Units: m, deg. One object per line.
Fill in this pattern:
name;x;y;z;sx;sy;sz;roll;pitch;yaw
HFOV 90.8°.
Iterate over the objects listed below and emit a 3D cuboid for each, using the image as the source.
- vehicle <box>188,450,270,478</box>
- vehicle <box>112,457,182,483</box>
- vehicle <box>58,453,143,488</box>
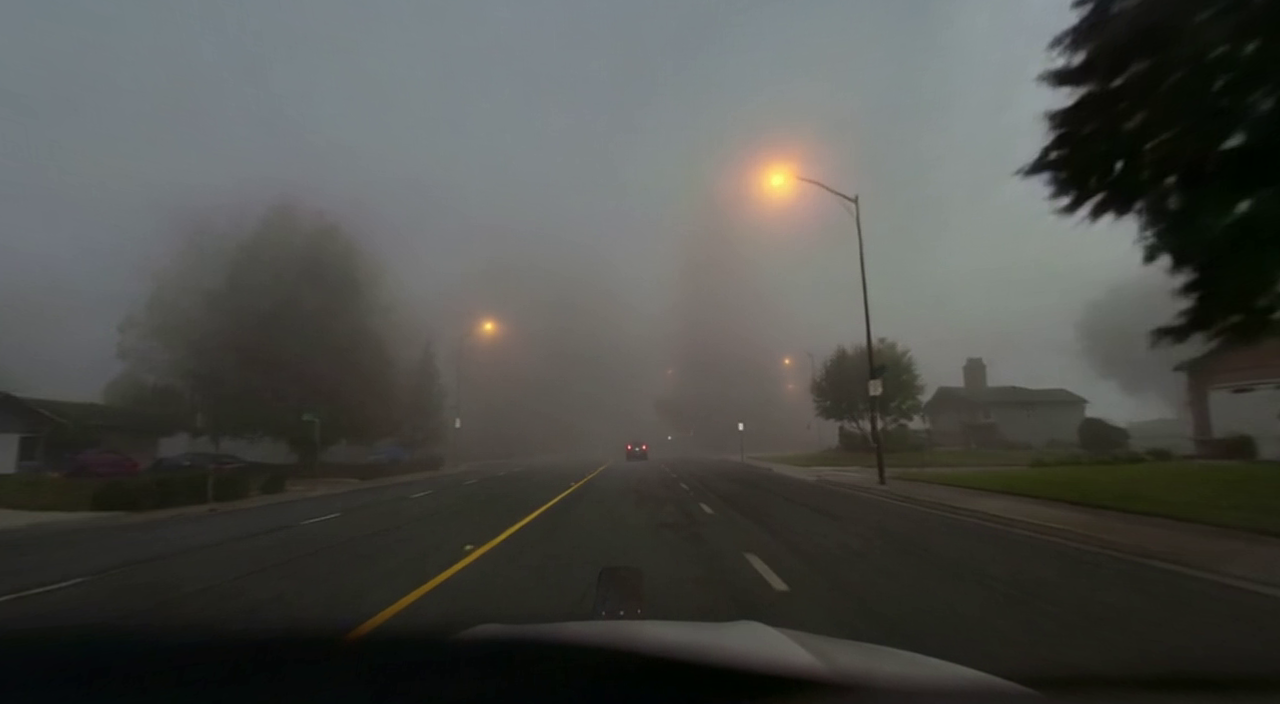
vehicle;-23.681;6.408;36.331;4.791;1.421;1.985;-4;-10;31
vehicle;-28.031;6.687;35.887;3.738;1.379;1.627;-5;-10;28
vehicle;-28.254;6.138;33.067;4.425;1.570;1.959;-4;-9;31
